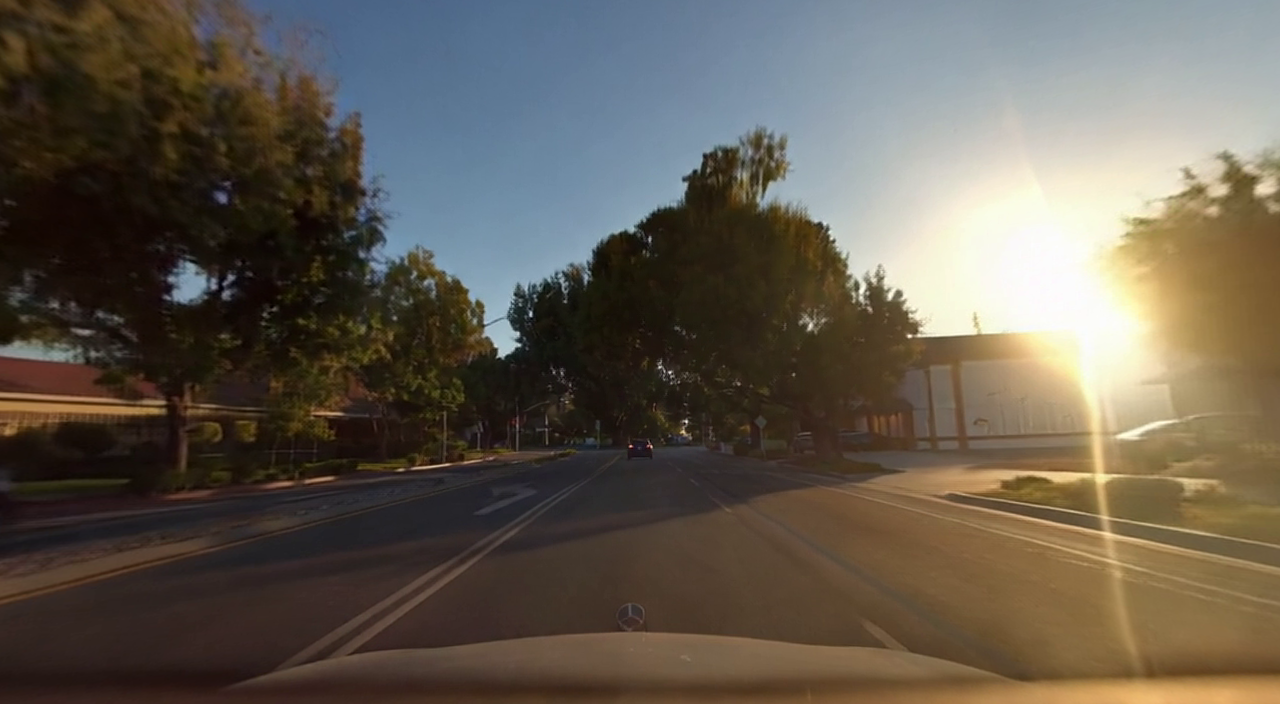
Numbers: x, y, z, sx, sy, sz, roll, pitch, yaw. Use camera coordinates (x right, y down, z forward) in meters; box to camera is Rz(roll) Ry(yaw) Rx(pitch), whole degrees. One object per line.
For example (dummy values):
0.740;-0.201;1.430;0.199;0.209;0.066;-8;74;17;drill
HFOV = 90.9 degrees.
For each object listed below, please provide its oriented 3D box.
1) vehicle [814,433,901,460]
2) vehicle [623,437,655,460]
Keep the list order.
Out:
14.128;6.117;41.027;5.001;1.554;1.961;-3;-8;31;vehicle
-0.032;7.125;46.695;2.196;1.646;4.109;0;-8;2;vehicle
